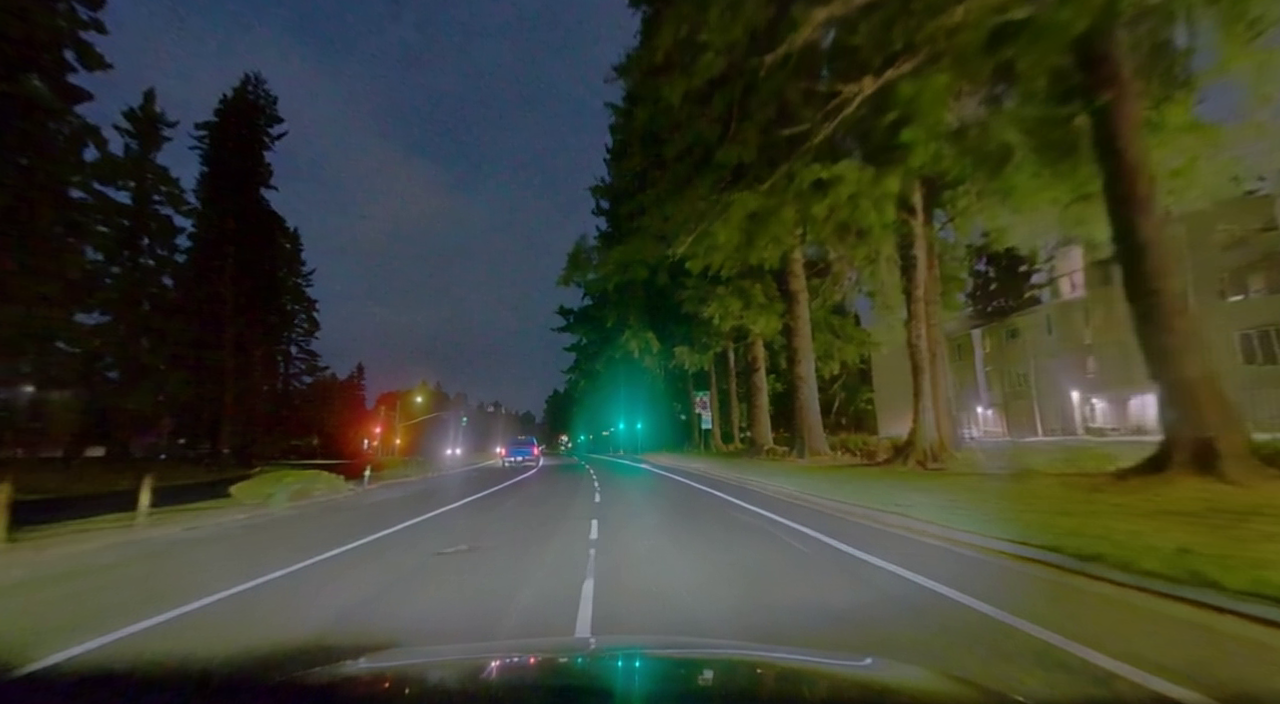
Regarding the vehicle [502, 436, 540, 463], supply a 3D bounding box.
[{"bbox_3d":[-8.809,7.317,47.369,2.267,1.849,6.402,1,-9,-6],"label":"vehicle"}]
